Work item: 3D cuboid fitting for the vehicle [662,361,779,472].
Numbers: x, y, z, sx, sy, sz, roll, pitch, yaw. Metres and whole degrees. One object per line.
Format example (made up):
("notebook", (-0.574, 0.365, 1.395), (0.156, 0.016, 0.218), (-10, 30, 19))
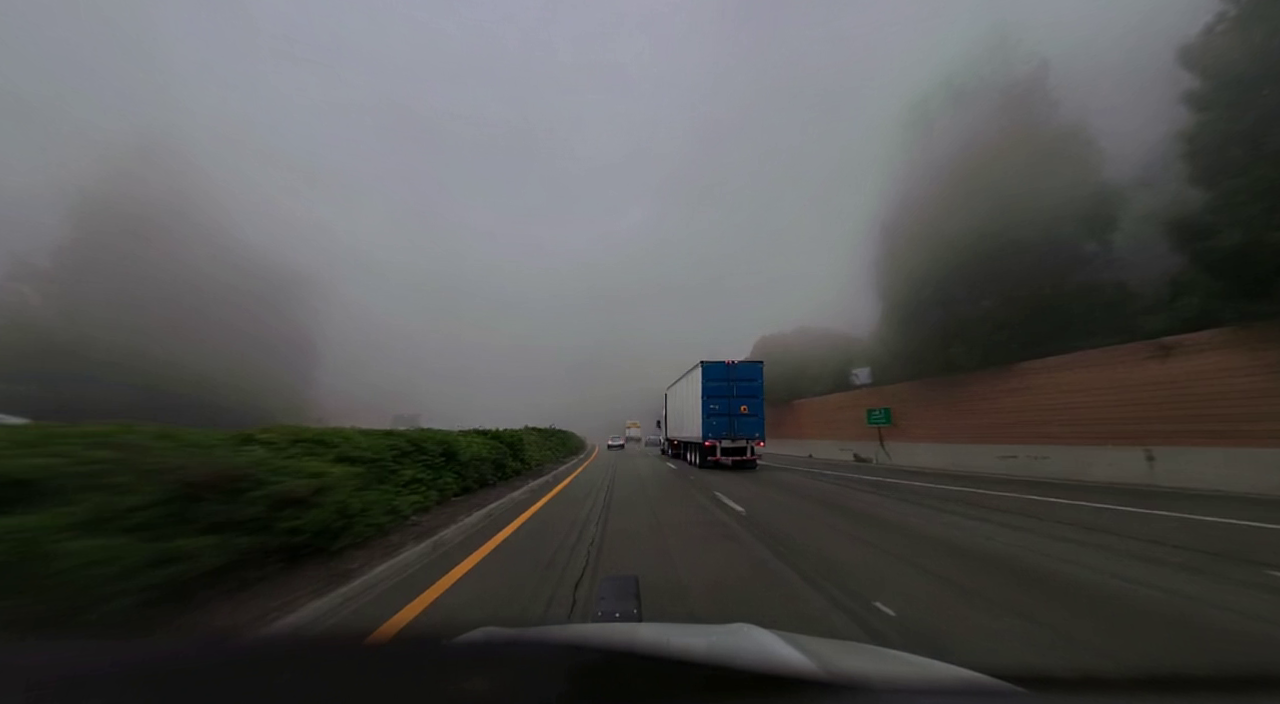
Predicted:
("vehicle", (3.163, 3.246, 30.087), (2.965, 4.033, 14.299), (0, -7, -3))
